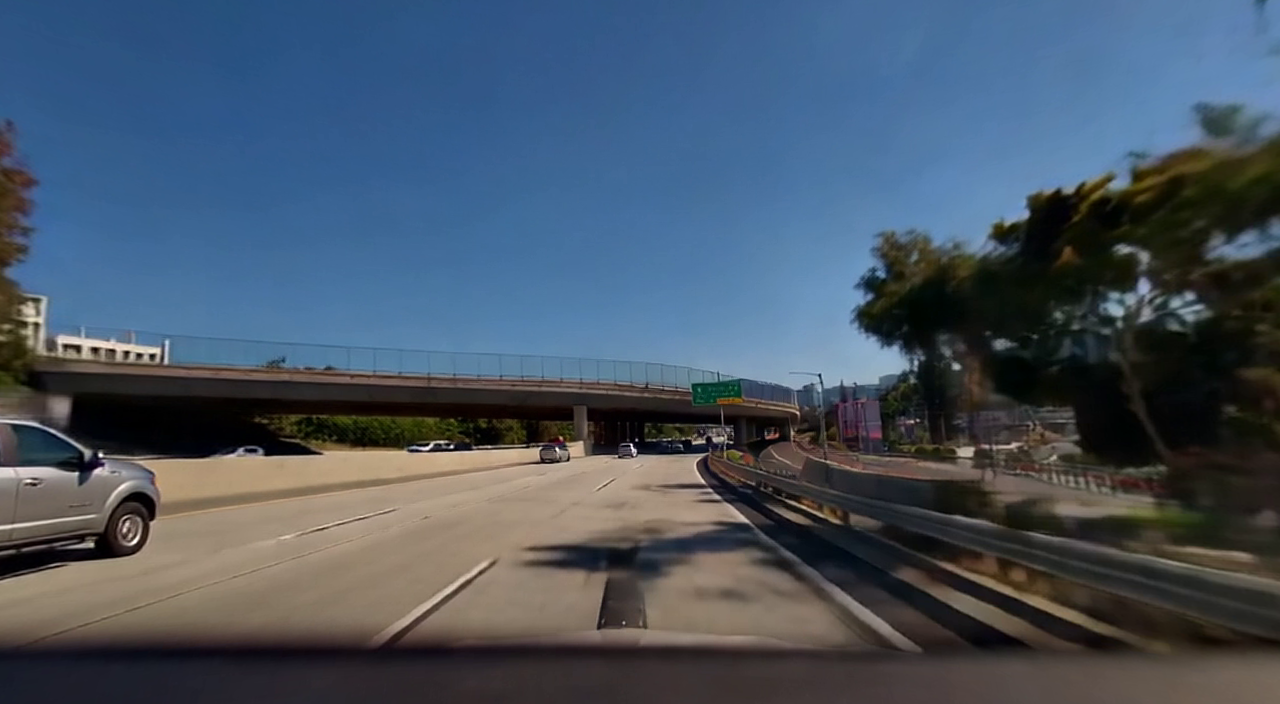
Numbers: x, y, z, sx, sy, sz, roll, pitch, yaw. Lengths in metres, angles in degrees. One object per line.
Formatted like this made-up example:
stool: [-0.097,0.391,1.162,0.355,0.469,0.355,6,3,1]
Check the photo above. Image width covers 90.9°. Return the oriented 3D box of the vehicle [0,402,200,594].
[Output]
vehicle: [-6.459,1.243,5.350,1.923,1.630,4.857,0,-8,0]

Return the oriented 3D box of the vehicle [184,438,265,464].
vehicle: [-29.026,6.933,44.246,1.974,1.668,4.911,-1,-8,6]
